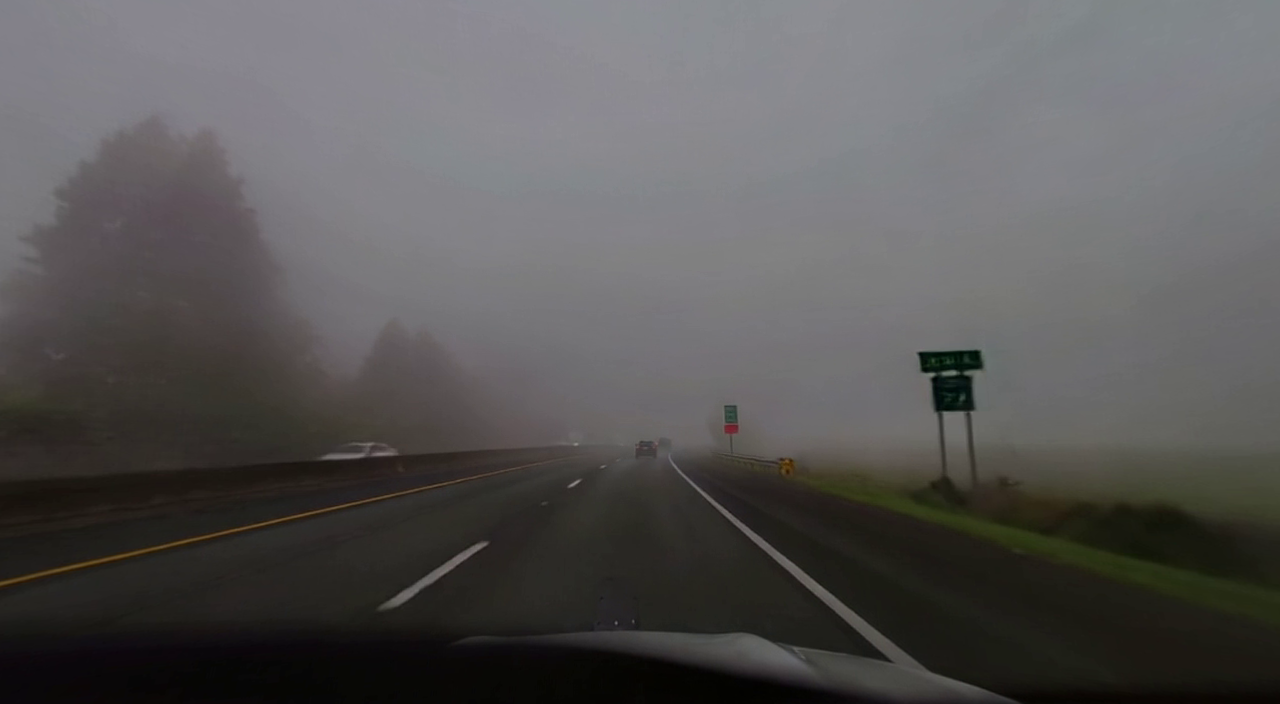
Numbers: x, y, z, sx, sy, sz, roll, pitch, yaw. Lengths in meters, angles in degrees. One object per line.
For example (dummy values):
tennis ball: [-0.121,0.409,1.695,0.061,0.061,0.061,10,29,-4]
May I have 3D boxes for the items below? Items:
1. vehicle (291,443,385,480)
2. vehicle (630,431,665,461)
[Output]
vehicle: [-13.632,4.941,28.747,1.937,1.531,4.451,-1,-8,2]
vehicle: [0.497,6.260,41.899,2.188,1.825,4.282,-1,-8,1]
